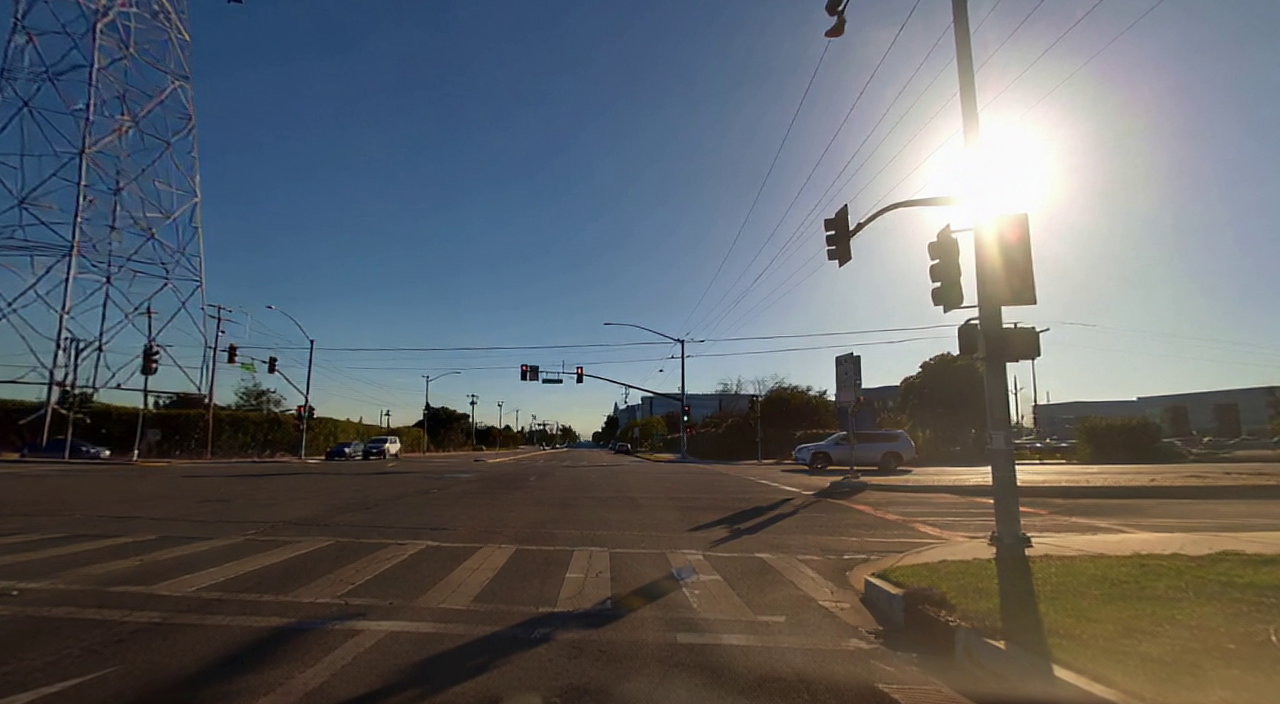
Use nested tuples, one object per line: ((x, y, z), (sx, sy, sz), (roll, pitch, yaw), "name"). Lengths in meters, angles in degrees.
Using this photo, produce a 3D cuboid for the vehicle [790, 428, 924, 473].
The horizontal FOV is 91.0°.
((8.690, 4.024, 25.725), (4.884, 1.714, 2.021), (-2, -9, 12), "vehicle")
